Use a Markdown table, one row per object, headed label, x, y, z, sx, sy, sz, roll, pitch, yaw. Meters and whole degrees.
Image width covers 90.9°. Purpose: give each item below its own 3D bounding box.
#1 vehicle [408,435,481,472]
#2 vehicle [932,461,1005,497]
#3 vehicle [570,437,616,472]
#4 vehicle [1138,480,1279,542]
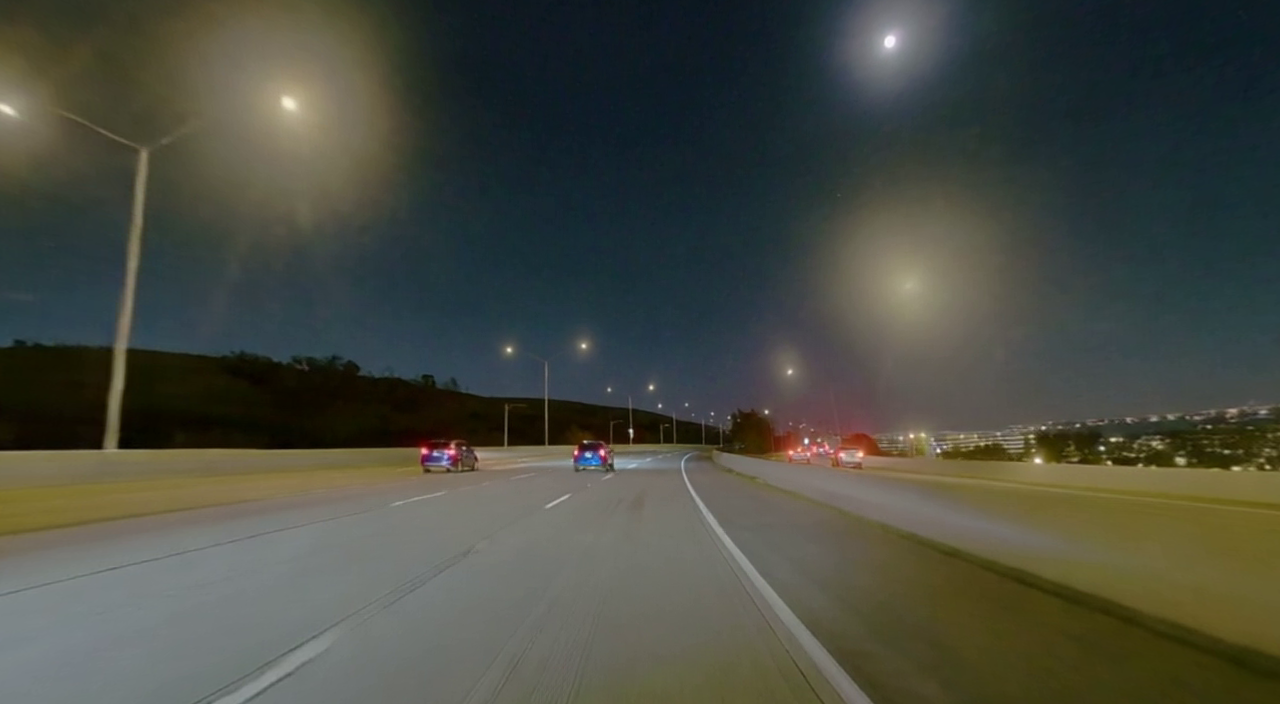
| label | x | y | z | sx | sy | sz | roll | pitch | yaw |
| --- | --- | --- | --- | --- | --- | --- | --- | --- | --- |
| vehicle | -9.902 | 5.161 | 32.364 | 2.039 | 1.746 | 4.528 | -1 | -8 | 4 |
| vehicle | 25.762 | 9.939 | 49.857 | 2.775 | 2.408 | 6.139 | -1 | -8 | 4 |
| vehicle | -2.540 | 5.670 | 35.095 | 2.028 | 1.782 | 4.150 | -1 | -8 | 4 |
| vehicle | 19.381 | 5.227 | 21.195 | 1.786 | 1.559 | 4.496 | -1 | -8 | 4 |
